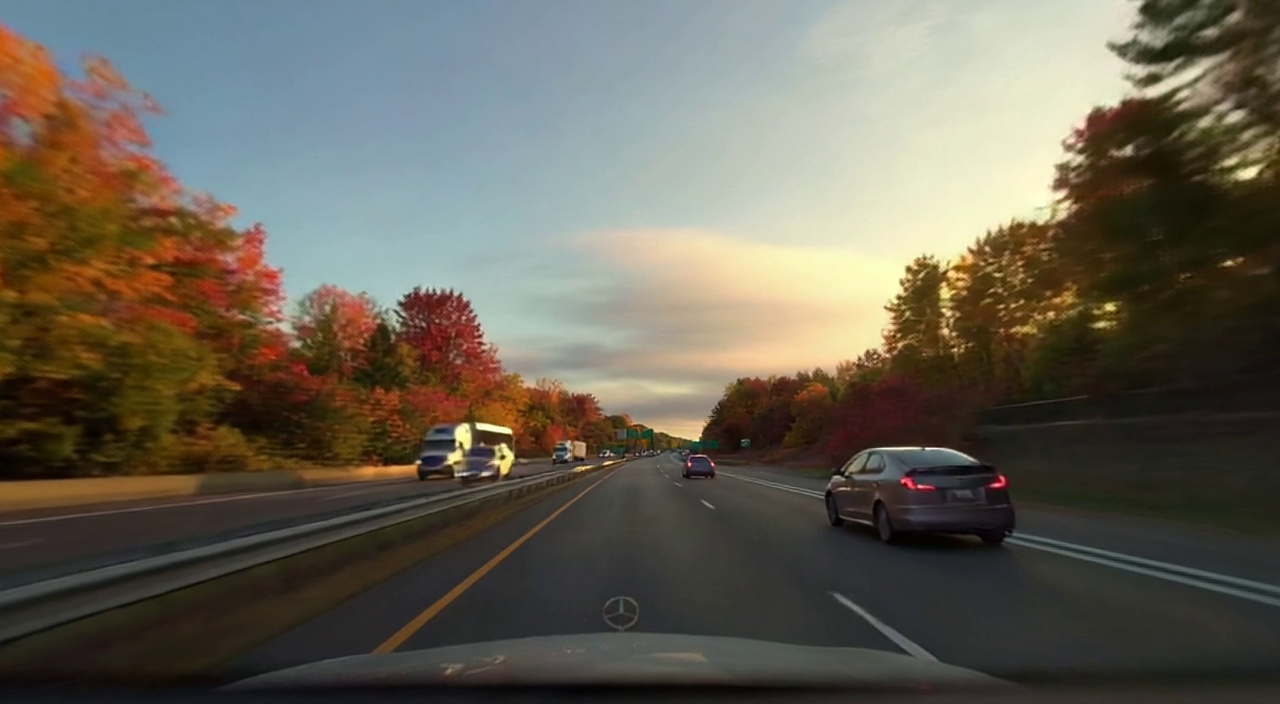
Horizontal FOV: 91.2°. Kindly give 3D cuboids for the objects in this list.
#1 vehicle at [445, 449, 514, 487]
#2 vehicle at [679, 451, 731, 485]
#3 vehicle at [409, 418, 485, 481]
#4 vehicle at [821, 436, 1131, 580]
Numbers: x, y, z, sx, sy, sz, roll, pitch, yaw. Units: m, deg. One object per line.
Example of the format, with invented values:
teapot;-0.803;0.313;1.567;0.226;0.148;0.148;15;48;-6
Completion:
vehicle;-8.669;6.305;34.520;2.302;1.921;5.655;0;-9;0
vehicle;3.133;5.687;31.122;2.070;1.546;4.648;0;-9;0
vehicle;-13.365;6.821;44.028;3.253;4.062;6.069;0;-9;1
vehicle;4.358;2.063;9.113;2.119;1.557;4.163;0;-9;-1
